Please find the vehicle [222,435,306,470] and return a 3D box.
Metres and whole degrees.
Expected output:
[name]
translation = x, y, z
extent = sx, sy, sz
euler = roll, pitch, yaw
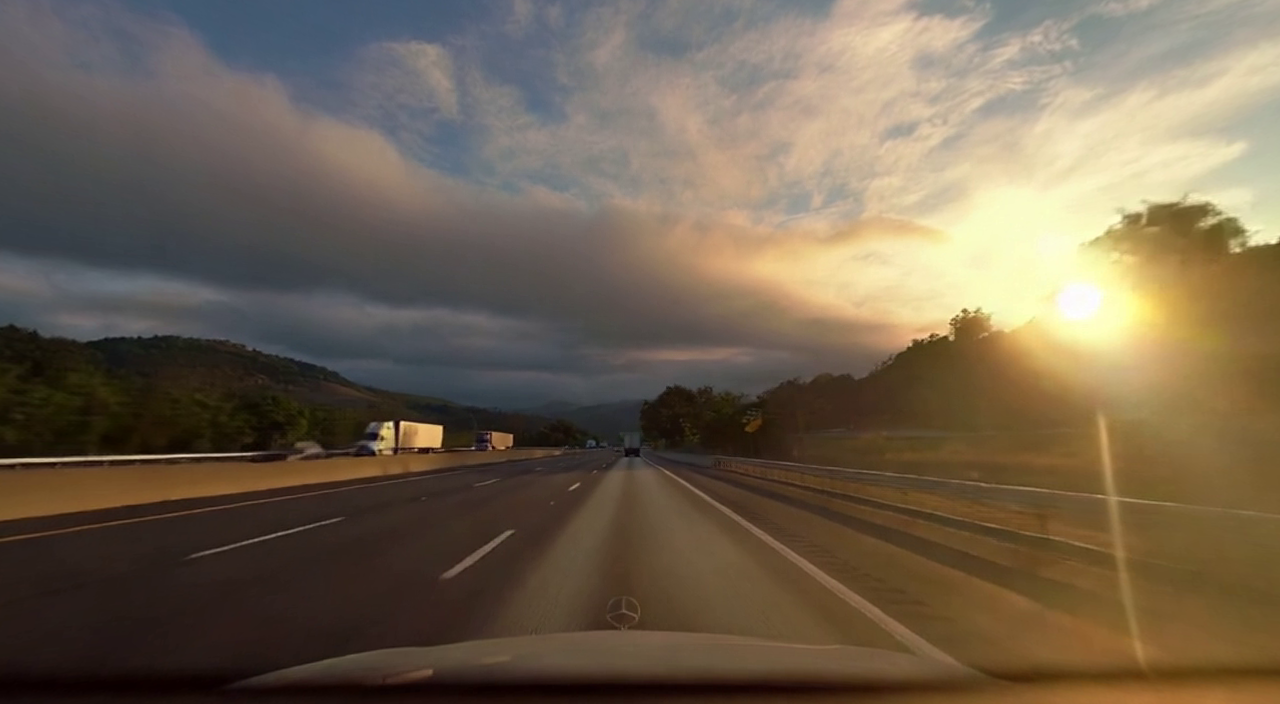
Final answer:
[vehicle]
translation = -16.955, 4.545, 28.632
extent = 1.715, 1.454, 3.326
euler = 0, -9, 0
